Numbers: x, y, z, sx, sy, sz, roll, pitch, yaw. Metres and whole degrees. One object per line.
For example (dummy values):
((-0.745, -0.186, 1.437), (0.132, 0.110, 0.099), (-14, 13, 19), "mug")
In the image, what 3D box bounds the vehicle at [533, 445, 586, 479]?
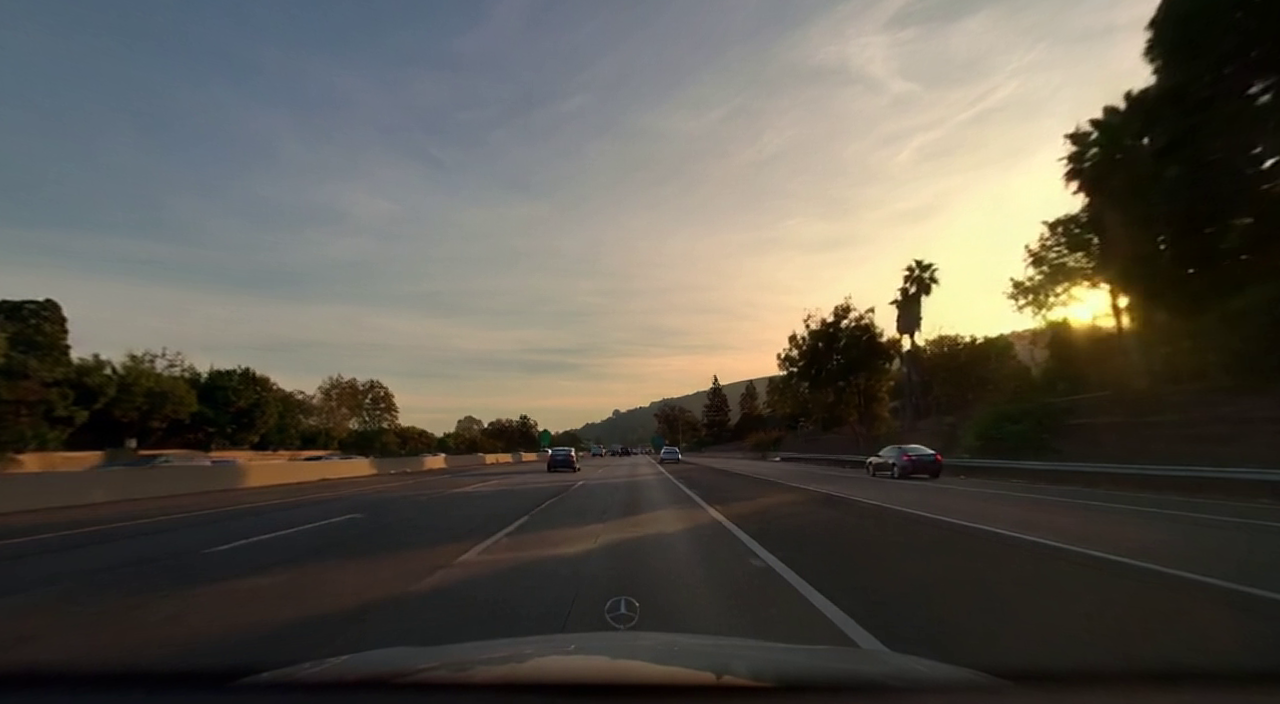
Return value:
((-3.889, 5.383, 31.196), (2.052, 1.510, 4.301), (0, -9, 0), "vehicle")

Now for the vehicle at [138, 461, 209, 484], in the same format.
((-34.780, 8.971, 47.282), (1.790, 1.457, 4.736), (0, -9, -1), "vehicle")

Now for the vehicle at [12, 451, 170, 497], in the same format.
((-20.070, 4.441, 23.414), (1.833, 1.519, 4.471), (0, -9, 0), "vehicle")

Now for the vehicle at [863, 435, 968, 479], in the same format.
((12.287, 4.728, 28.656), (2.344, 1.783, 5.196), (0, -9, -1), "vehicle")
